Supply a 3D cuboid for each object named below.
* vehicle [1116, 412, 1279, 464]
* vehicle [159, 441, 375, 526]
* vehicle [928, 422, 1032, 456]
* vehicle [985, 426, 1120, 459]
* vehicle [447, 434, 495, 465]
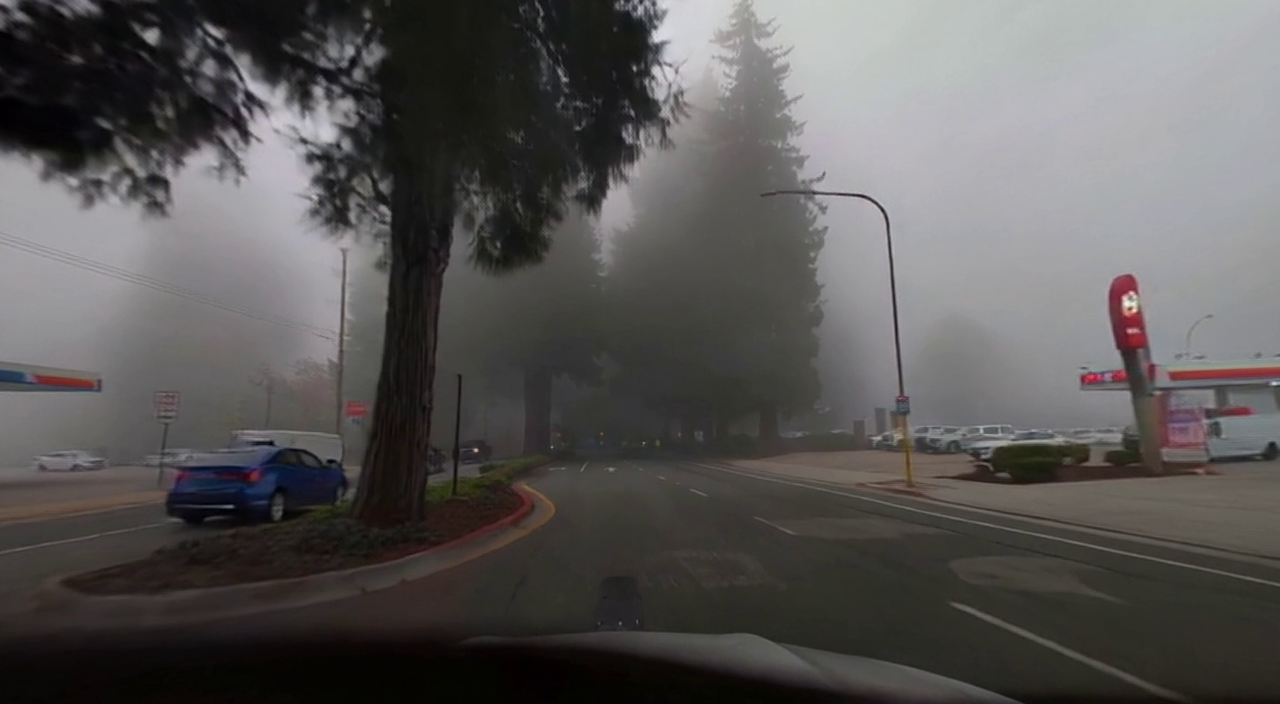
[{"bbox_3d":[19.260,2.887,21.146,4.868,1.610,2.223,0,-9,-1],"label":"vehicle"},{"bbox_3d":[-7.474,2.649,13.323,1.982,1.465,4.376,0,-9,-2],"label":"vehicle"},{"bbox_3d":[18.115,4.637,33.793,4.422,1.586,1.990,-2,-7,-3],"label":"vehicle"},{"bbox_3d":[18.805,4.145,28.952,4.800,1.459,2.051,1,-9,-4],"label":"vehicle"},{"bbox_3d":[-12.334,7.179,46.554,2.131,2.148,5.709,0,-9,-2],"label":"vehicle"}]
